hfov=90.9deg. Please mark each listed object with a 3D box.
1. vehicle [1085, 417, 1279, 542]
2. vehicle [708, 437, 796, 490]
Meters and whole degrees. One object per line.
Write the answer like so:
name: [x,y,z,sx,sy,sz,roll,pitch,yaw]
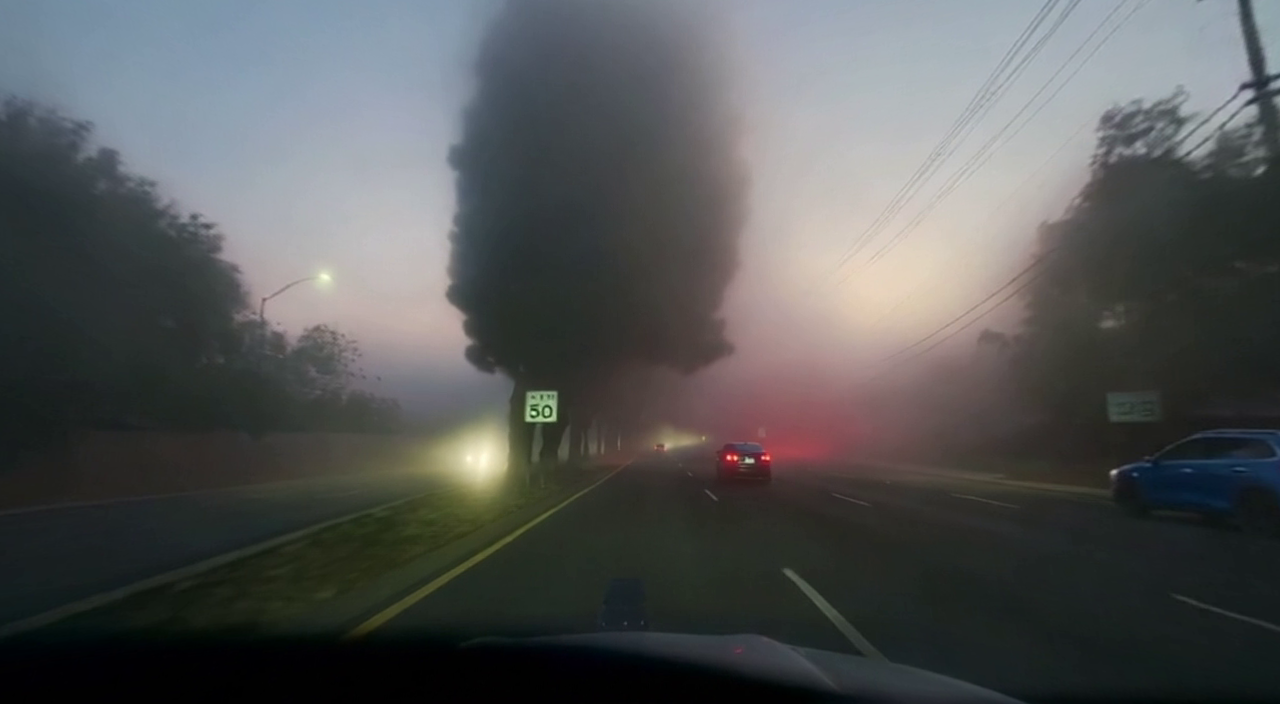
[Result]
vehicle: [9.851,1.984,10.252,1.978,1.700,4.461,0,-8,1]
vehicle: [3.445,3.509,20.232,2.063,1.481,4.247,0,-8,0]
